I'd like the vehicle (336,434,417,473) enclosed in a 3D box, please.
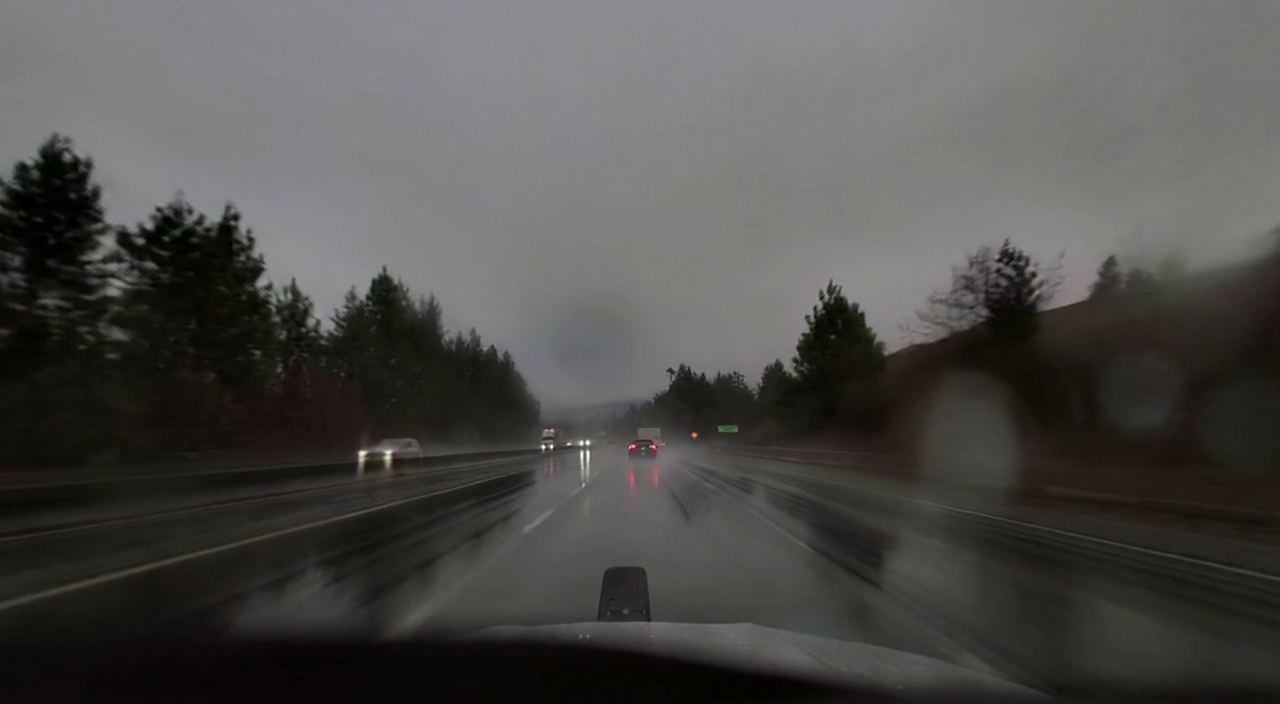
[{"bbox_3d":[-14.164,5.505,34.205,2.194,1.944,5.041,0,-8,0],"label":"vehicle"}]

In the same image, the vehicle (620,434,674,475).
[{"bbox_3d":[0.363,4.424,27.321,2.139,1.607,4.034,0,-8,3],"label":"vehicle"}]
